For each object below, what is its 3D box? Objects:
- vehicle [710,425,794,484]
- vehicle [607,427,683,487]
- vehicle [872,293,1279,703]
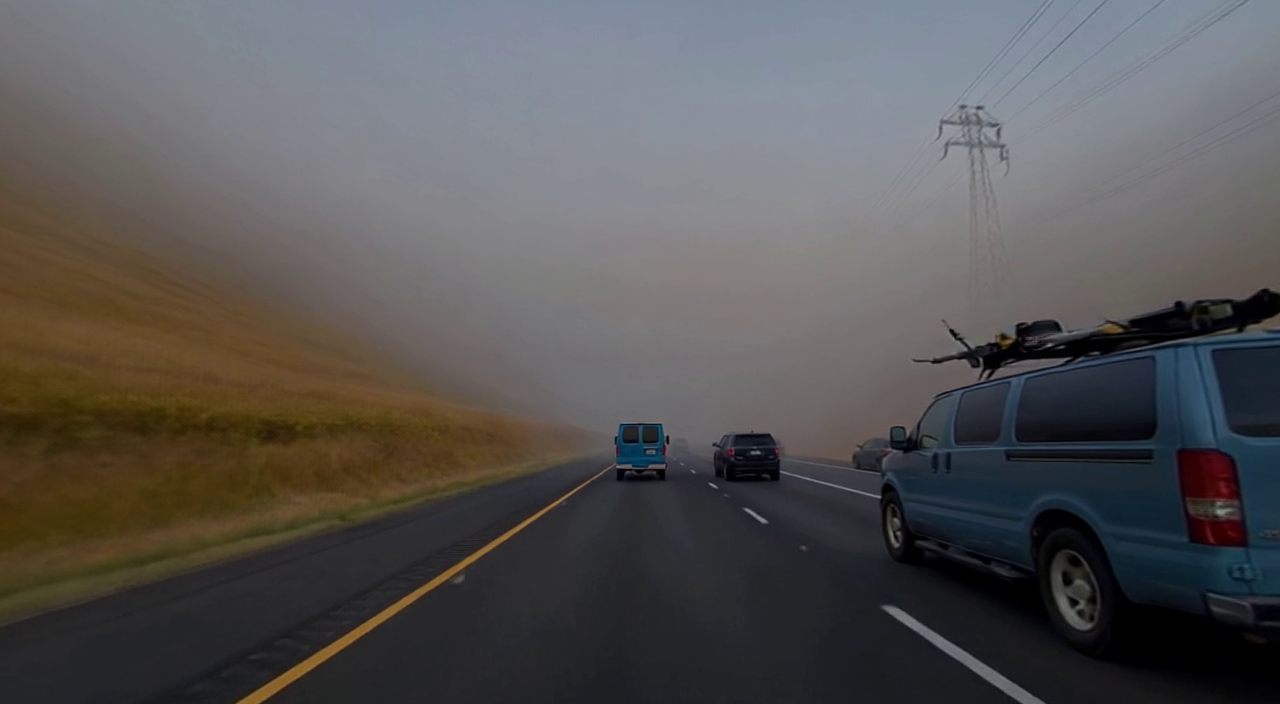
[{"bbox_3d":[3.764,3.538,22.039,2.139,1.821,4.480,0,-8,0],"label":"vehicle"},{"bbox_3d":[0.167,3.499,21.300,2.268,1.772,4.523,0,-8,1],"label":"vehicle"},{"bbox_3d":[3.914,0.943,4.029,2.691,1.901,5.744,0,-8,0],"label":"vehicle"}]
